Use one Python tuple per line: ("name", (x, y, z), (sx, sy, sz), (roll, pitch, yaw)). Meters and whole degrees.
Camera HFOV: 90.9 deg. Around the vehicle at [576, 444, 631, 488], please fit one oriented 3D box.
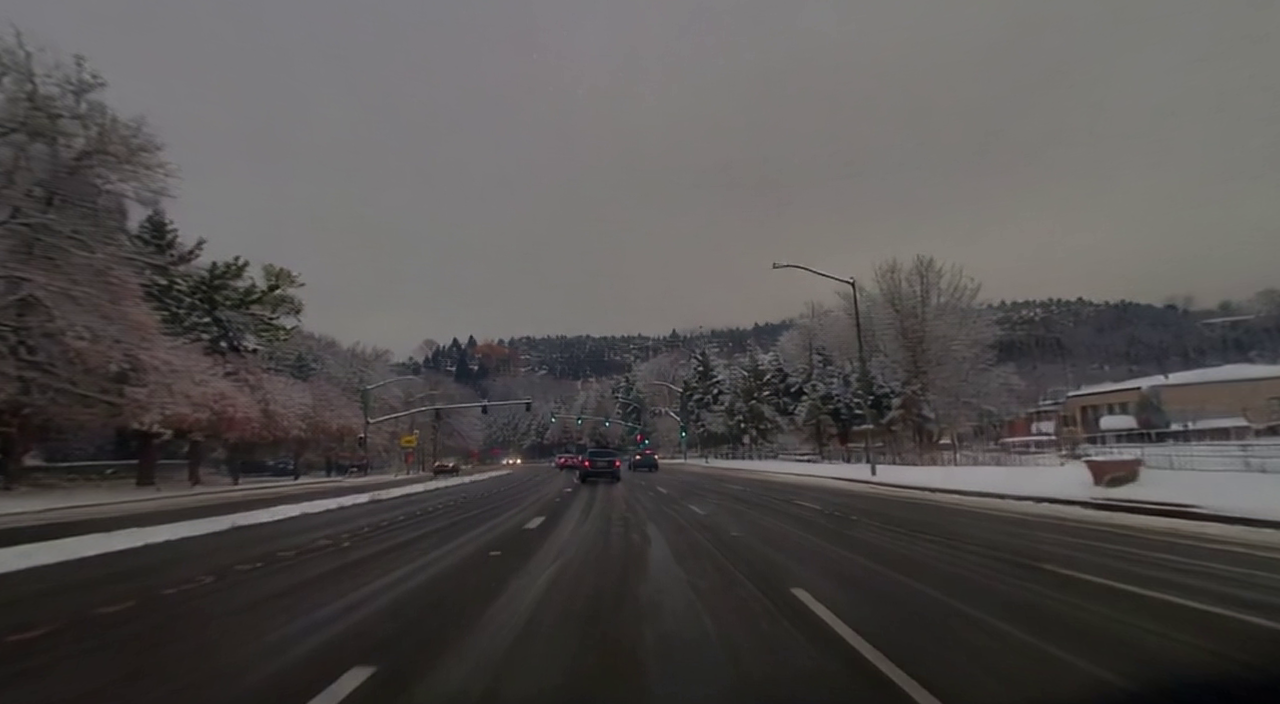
("vehicle", (-1.680, 5.037, 28.208), (2.253, 1.756, 4.313), (1, -9, -5))
